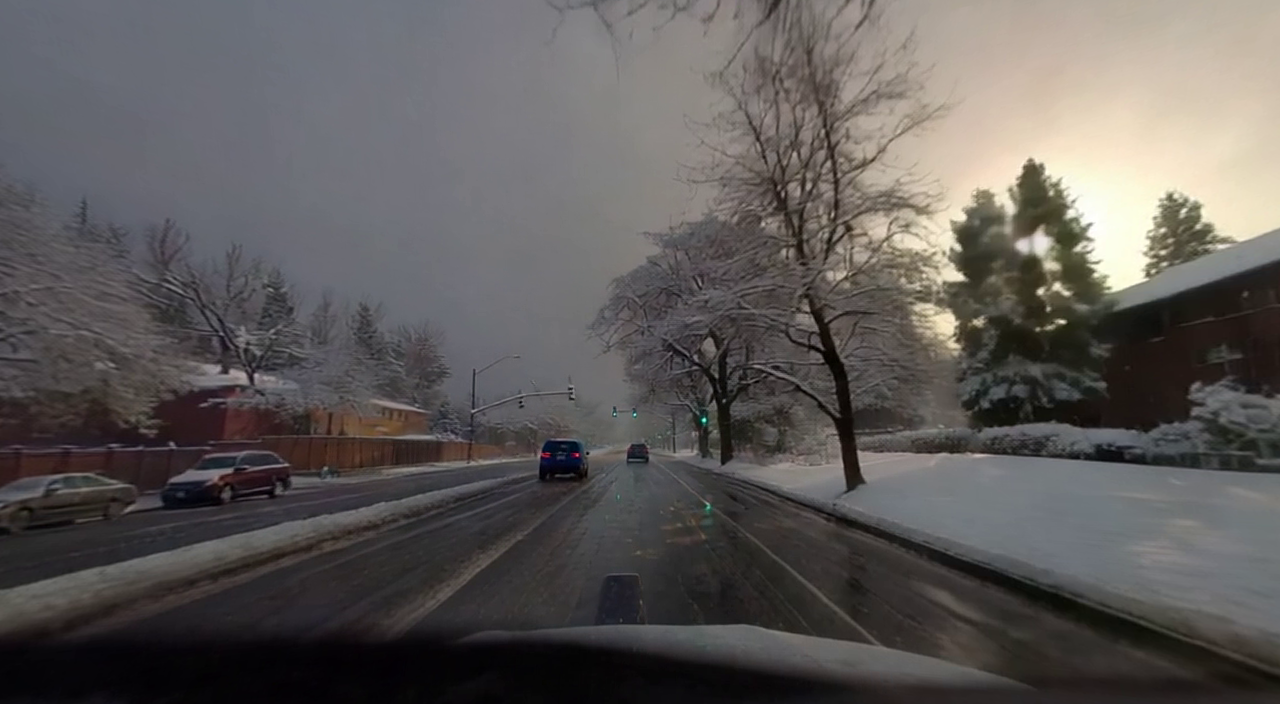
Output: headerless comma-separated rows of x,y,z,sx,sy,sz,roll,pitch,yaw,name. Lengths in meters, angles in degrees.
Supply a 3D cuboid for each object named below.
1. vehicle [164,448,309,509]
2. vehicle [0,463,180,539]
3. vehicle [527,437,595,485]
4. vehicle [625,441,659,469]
-14.073,4.399,22.482,1.996,1.886,4.692,0,-9,0,vehicle
-14.267,3.592,15.848,1.880,1.476,4.715,0,-9,0,vehicle
-3.075,4.374,25.662,2.097,1.755,4.336,0,-9,1,vehicle
0.056,6.731,41.495,2.088,1.735,4.801,0,-9,-1,vehicle
